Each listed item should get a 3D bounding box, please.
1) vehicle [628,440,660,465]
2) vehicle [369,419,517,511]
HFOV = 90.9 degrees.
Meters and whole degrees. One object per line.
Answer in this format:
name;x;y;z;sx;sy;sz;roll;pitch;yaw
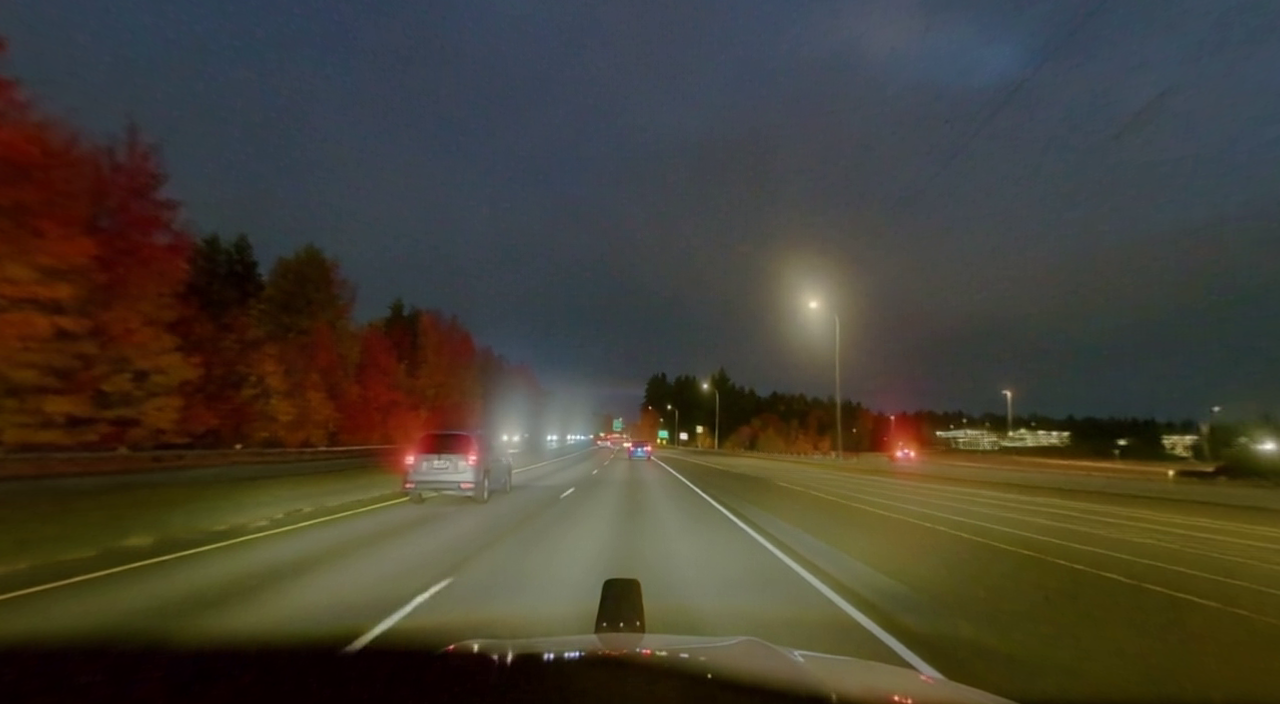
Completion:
vehicle;0.231;6.518;41.015;1.939;1.497;3.863;0;-8;-1
vehicle;-4.167;2.458;14.126;1.924;1.720;4.195;0;-8;0
